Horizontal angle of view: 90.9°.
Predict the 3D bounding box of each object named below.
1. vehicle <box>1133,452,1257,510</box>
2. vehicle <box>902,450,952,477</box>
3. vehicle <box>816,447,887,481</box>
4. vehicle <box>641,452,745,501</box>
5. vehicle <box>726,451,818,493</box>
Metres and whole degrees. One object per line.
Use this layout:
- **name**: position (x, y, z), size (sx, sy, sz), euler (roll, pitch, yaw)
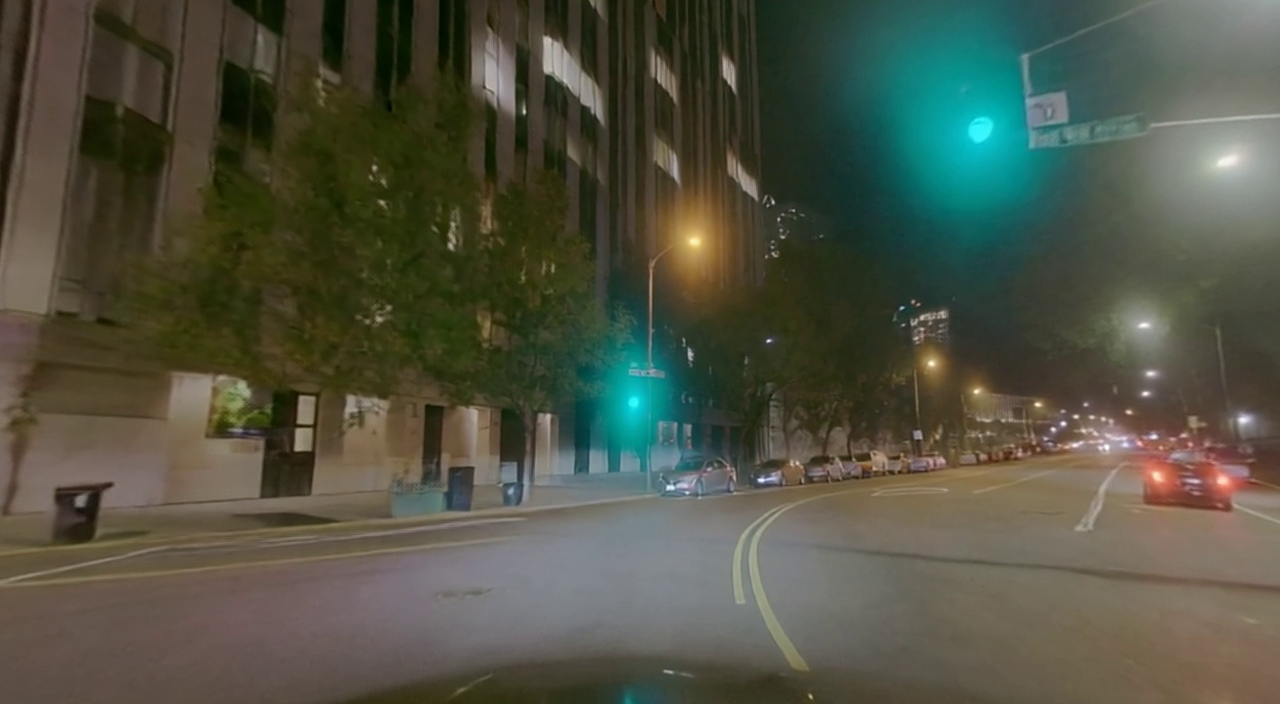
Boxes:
- **vehicle**: position (16.794, 3.852, 19.351), size (2.148, 1.488, 4.508), euler (-6, -10, 33)
- **vehicle**: position (17.317, 6.686, 37.946), size (1.852, 1.465, 4.092), euler (-6, -11, 36)
- **vehicle**: position (12.564, 6.544, 37.196), size (2.171, 1.816, 5.274), euler (-7, -11, 39)
- **vehicle**: position (2.092, 4.632, 23.879), size (1.922, 1.628, 4.291), euler (-7, -11, 36)
- **vehicle**: position (6.020, 5.327, 28.331), size (2.179, 1.658, 4.765), euler (-7, -11, 37)
